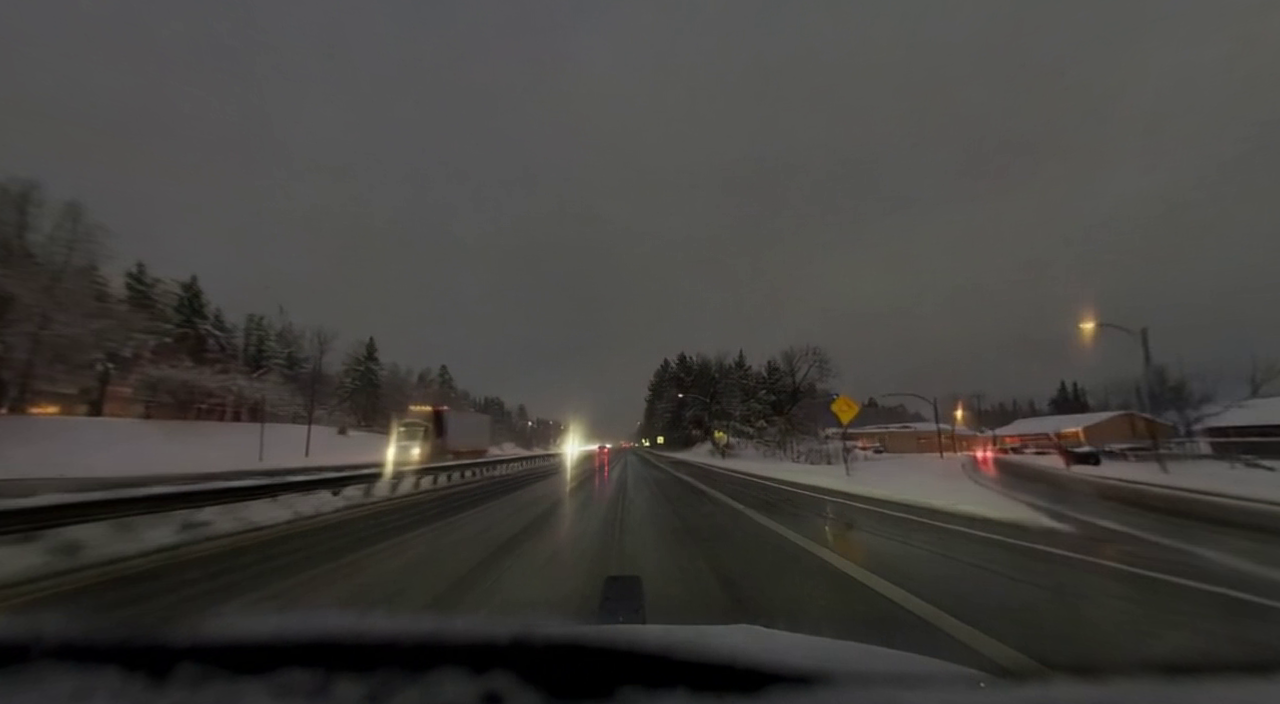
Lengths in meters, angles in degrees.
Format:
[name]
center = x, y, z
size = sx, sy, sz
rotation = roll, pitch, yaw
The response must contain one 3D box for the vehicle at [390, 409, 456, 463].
[vehicle]
center = -16.587, 6.533, 48.688
size = 2.986, 3.924, 5.914
rotation = 0, -9, -1
